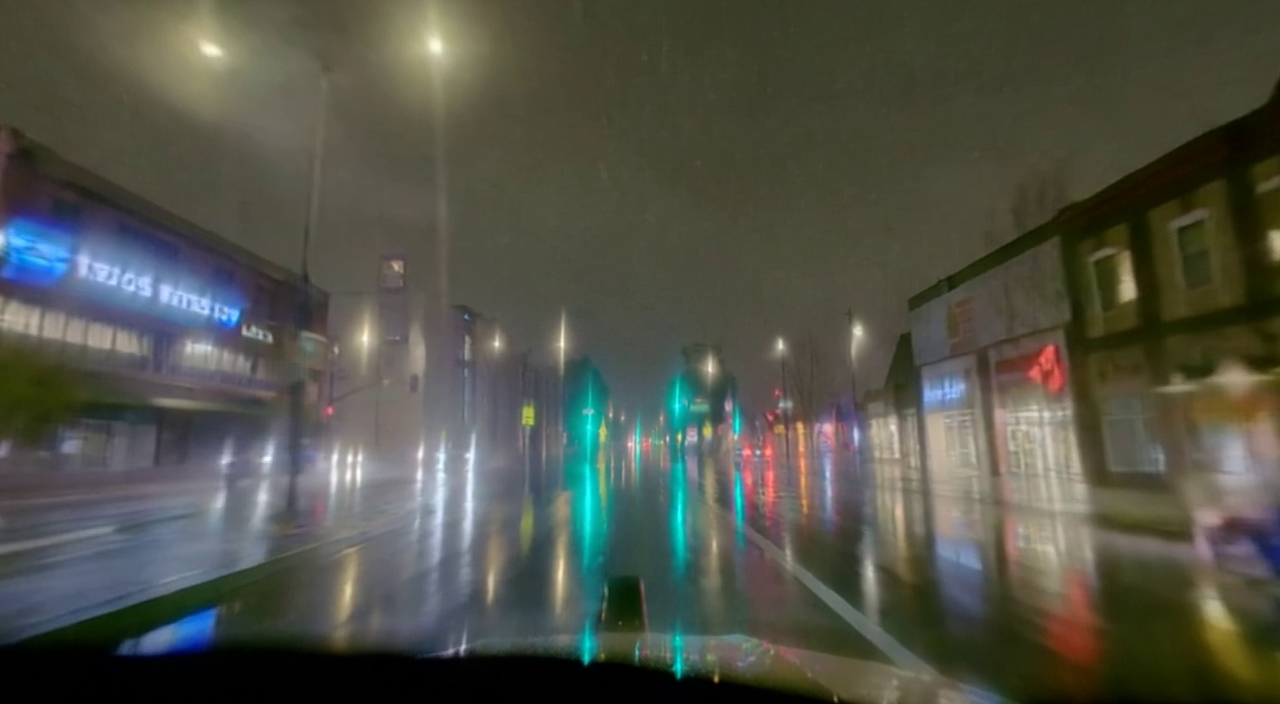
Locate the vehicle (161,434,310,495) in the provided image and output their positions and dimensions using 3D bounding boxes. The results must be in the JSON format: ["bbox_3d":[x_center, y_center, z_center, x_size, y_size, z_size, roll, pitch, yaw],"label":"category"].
[{"bbox_3d":[-13.532,3.763,21.523,1.922,1.825,4.777,0,-9,0],"label":"vehicle"}]

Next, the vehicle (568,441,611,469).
[{"bbox_3d":[-2.822,5.918,36.311,2.078,1.471,4.217,0,-9,0],"label":"vehicle"}]

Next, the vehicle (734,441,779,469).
[{"bbox_3d":[7.282,6.464,39.673,1.950,1.686,4.509,0,-9,0],"label":"vehicle"}]

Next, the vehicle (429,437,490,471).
[{"bbox_3d":[-10.350,5.893,36.410,2.155,1.830,4.564,0,-9,0],"label":"vehicle"}]
